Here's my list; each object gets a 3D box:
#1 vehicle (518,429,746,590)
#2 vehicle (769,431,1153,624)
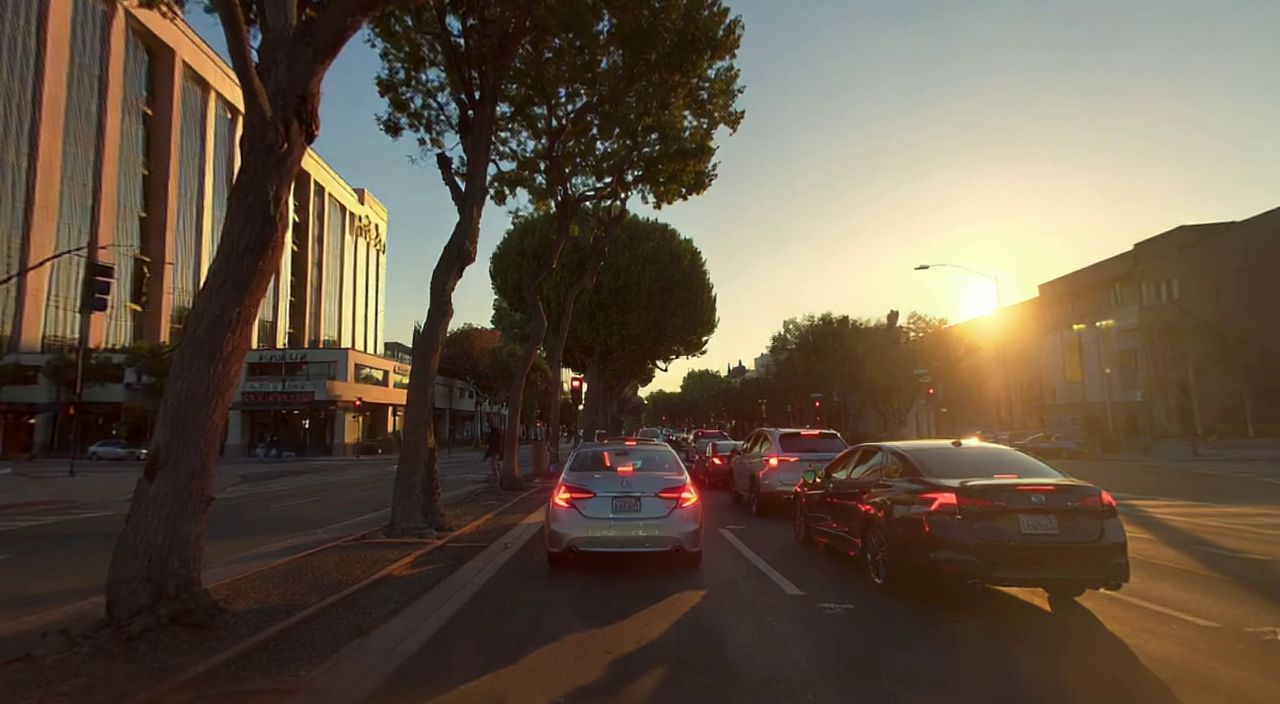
[{"bbox_3d":[-0.094,1.753,7.925,2.087,1.456,4.143,0,-8,-1],"label":"vehicle"},{"bbox_3d":[2.905,1.654,7.005,1.893,1.446,4.270,0,-8,-2],"label":"vehicle"}]
